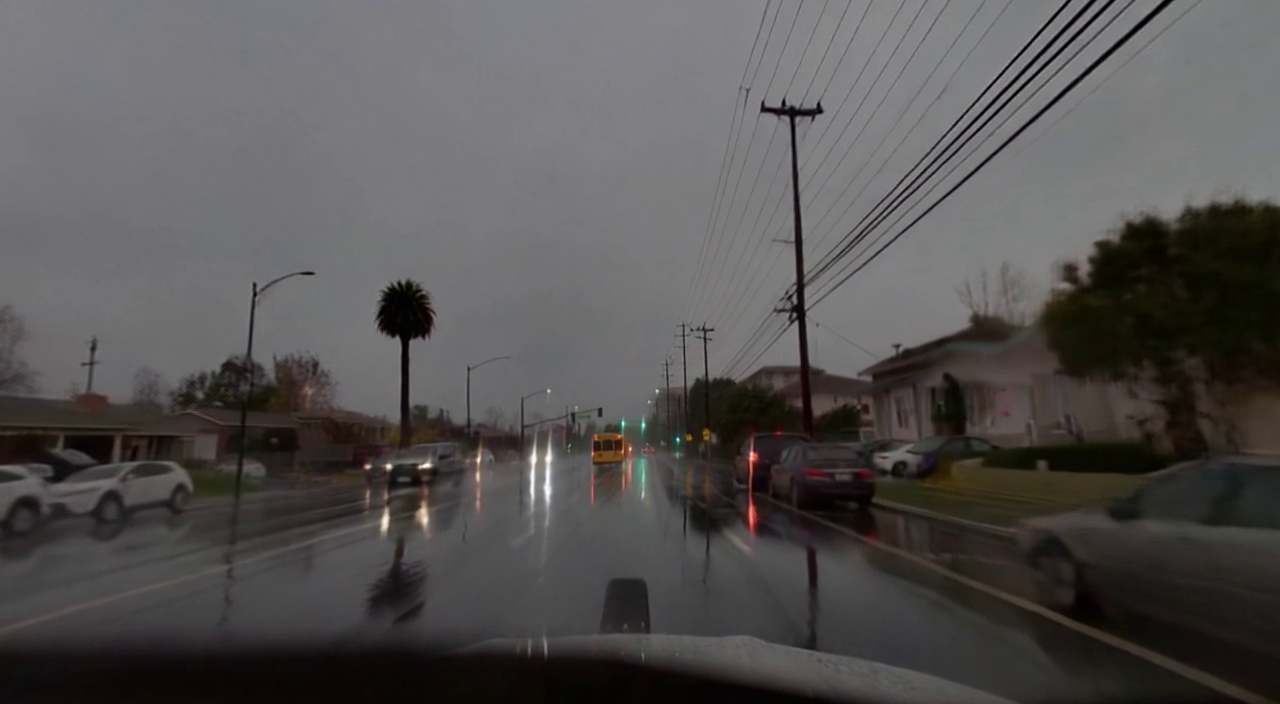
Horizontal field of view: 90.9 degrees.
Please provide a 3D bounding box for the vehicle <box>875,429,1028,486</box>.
[{"bbox_3d":[9.663,3.299,20.074,1.872,1.518,4.591,-1,-8,-10],"label":"vehicle"}]

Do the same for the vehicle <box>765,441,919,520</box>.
[{"bbox_3d":[4.271,2.779,14.264,1.838,1.458,4.750,0,-9,-1],"label":"vehicle"}]

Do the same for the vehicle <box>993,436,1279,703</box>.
[{"bbox_3d":[4.085,1.172,3.406,1.782,1.410,4.388,0,-9,0],"label":"vehicle"}]

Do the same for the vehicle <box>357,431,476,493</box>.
[{"bbox_3d":[-8.554,4.268,24.848,2.653,1.964,5.699,-3,-9,0],"label":"vehicle"}]

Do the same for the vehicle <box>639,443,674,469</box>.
[{"bbox_3d":[1.065,6.445,39.279,2.063,1.495,3.849,0,-9,2],"label":"vehicle"}]

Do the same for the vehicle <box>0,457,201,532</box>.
[{"bbox_3d":[-14.453,3.750,17.148,2.045,1.513,4.464,-5,-8,-3],"label":"vehicle"}]

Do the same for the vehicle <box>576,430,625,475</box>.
[{"bbox_3d":[-1.848,4.933,31.070,2.168,2.040,4.527,0,-9,-1],"label":"vehicle"}]

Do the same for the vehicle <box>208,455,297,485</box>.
[{"bbox_3d":[-20.516,6.261,33.455,3.558,1.480,1.670,0,-9,1],"label":"vehicle"}]
